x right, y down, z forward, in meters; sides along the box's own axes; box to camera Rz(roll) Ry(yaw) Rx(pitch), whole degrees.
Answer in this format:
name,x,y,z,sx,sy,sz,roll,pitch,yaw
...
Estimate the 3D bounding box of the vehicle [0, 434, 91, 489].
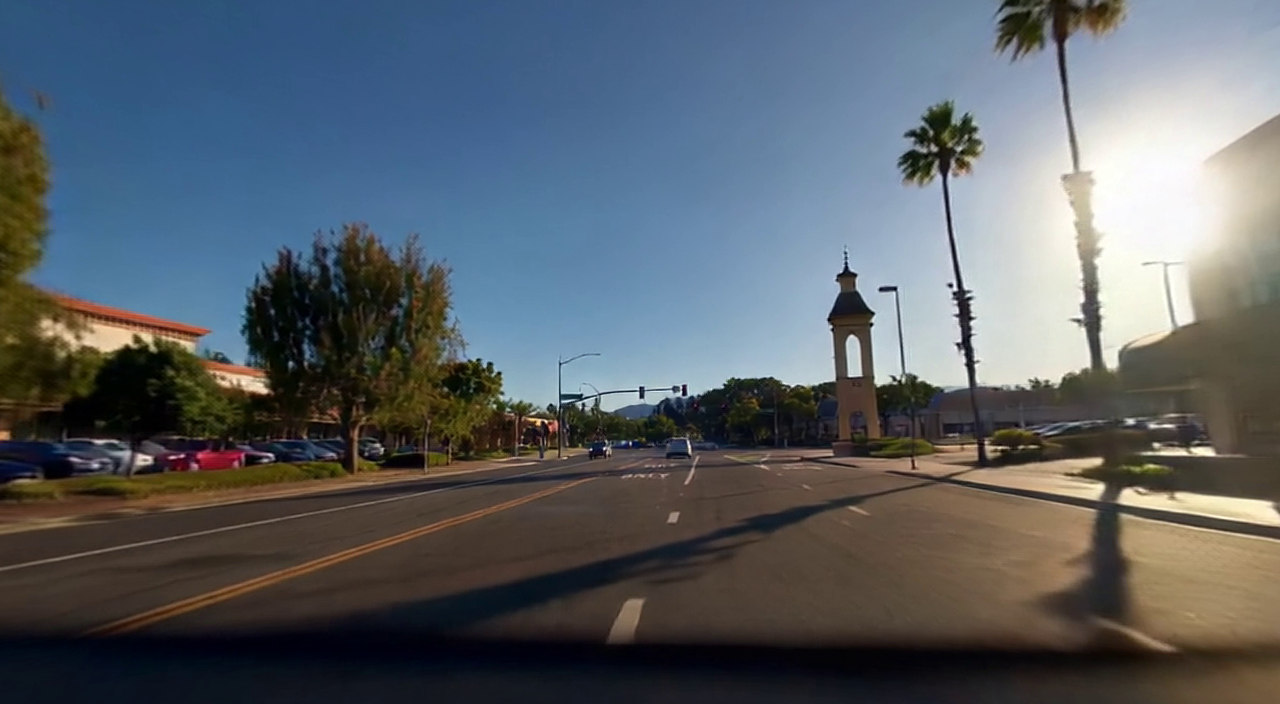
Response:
name,x,y,z,sx,sy,sz,roll,pitch,yaw
vehicle,-22.474,3.858,22.178,4.407,1.736,2.023,-2,-6,3
